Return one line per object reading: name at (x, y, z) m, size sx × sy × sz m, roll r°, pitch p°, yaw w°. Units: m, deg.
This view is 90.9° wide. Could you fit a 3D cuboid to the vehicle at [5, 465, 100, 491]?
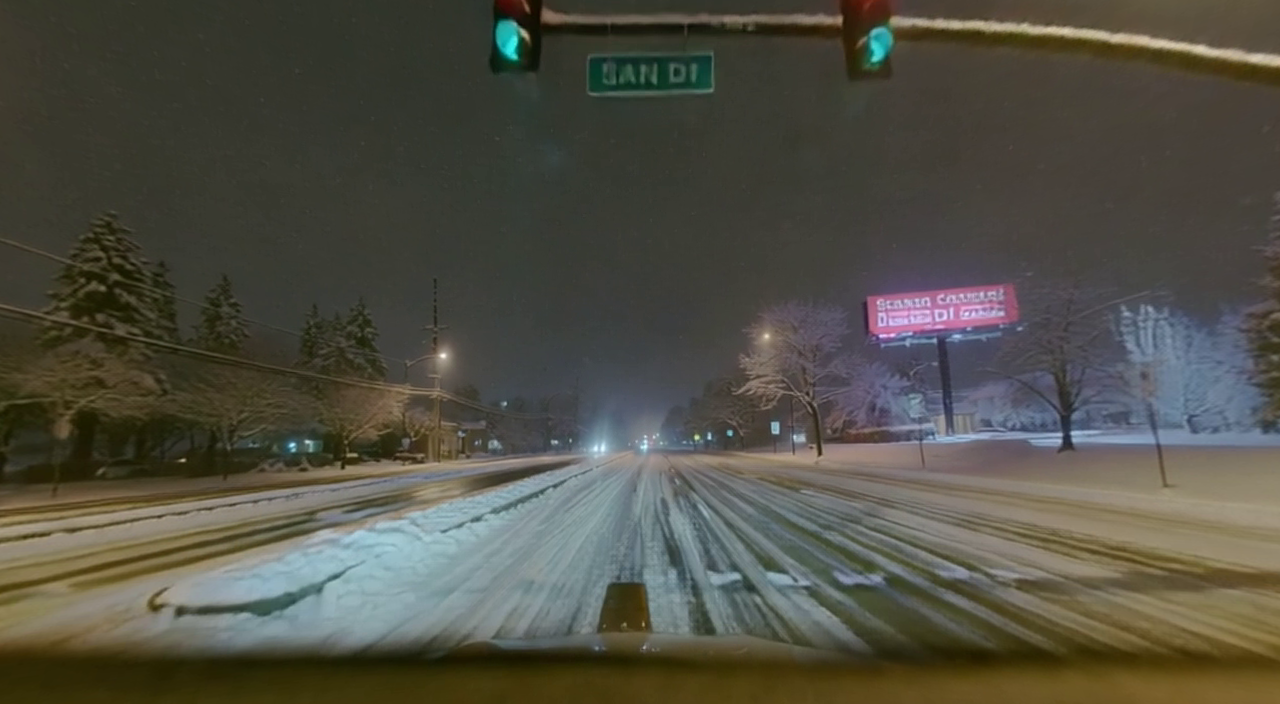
vehicle at (-37.074, 7.928, 39.937) m, size 1.736 × 1.399 × 4.271 m, roll -1°, pitch -8°, yaw 5°
